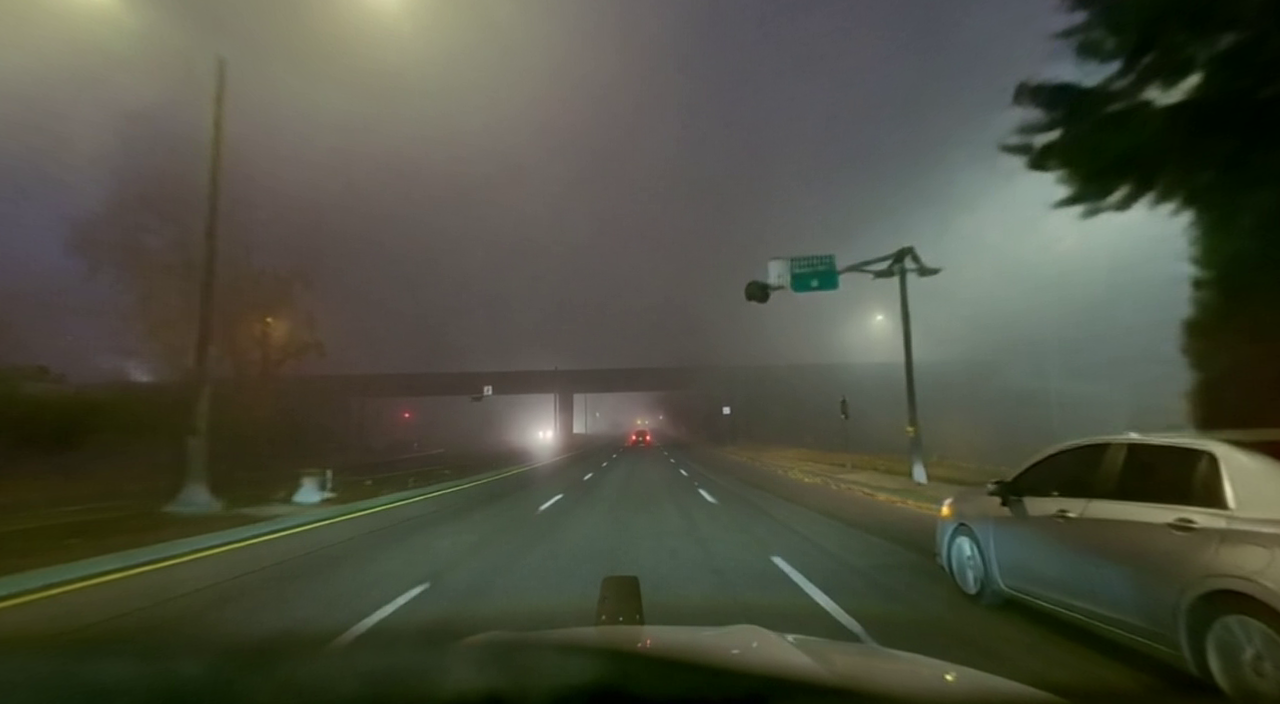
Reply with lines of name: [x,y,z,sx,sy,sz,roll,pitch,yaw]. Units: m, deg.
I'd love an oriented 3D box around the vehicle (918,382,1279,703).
vehicle: [3.584,1.046,3.491,2.063,1.542,4.420,0,-9,0]
